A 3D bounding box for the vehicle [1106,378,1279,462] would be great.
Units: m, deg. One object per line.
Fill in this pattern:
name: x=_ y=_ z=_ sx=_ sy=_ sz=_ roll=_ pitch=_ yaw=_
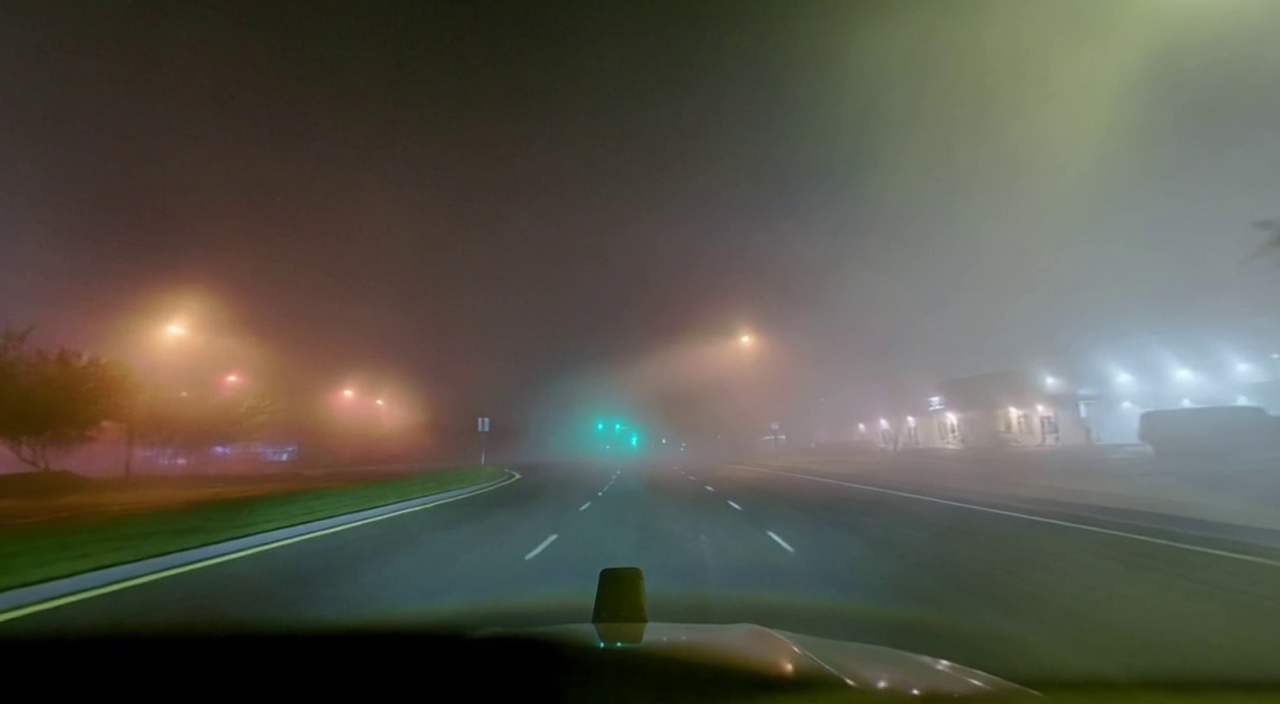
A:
vehicle: x=24.069 y=2.874 z=25.992 sx=7.144 sy=3.248 sz=2.873 roll=0 pitch=-9 yaw=-1
